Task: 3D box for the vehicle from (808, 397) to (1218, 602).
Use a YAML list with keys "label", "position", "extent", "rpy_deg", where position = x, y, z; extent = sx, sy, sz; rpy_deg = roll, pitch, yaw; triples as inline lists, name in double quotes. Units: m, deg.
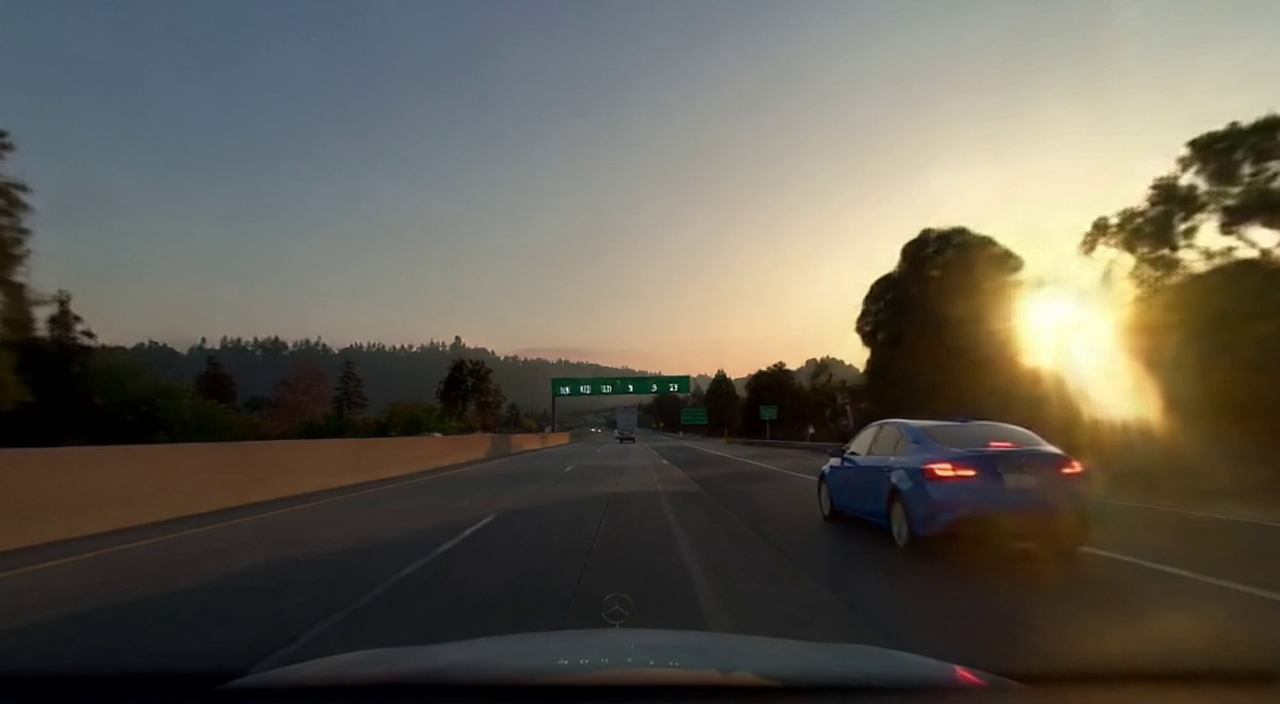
- label: "vehicle"
  position: [3.423, 1.404, 6.890]
  extent: [1.973, 1.563, 3.959]
  rpy_deg: [0, -8, -2]
